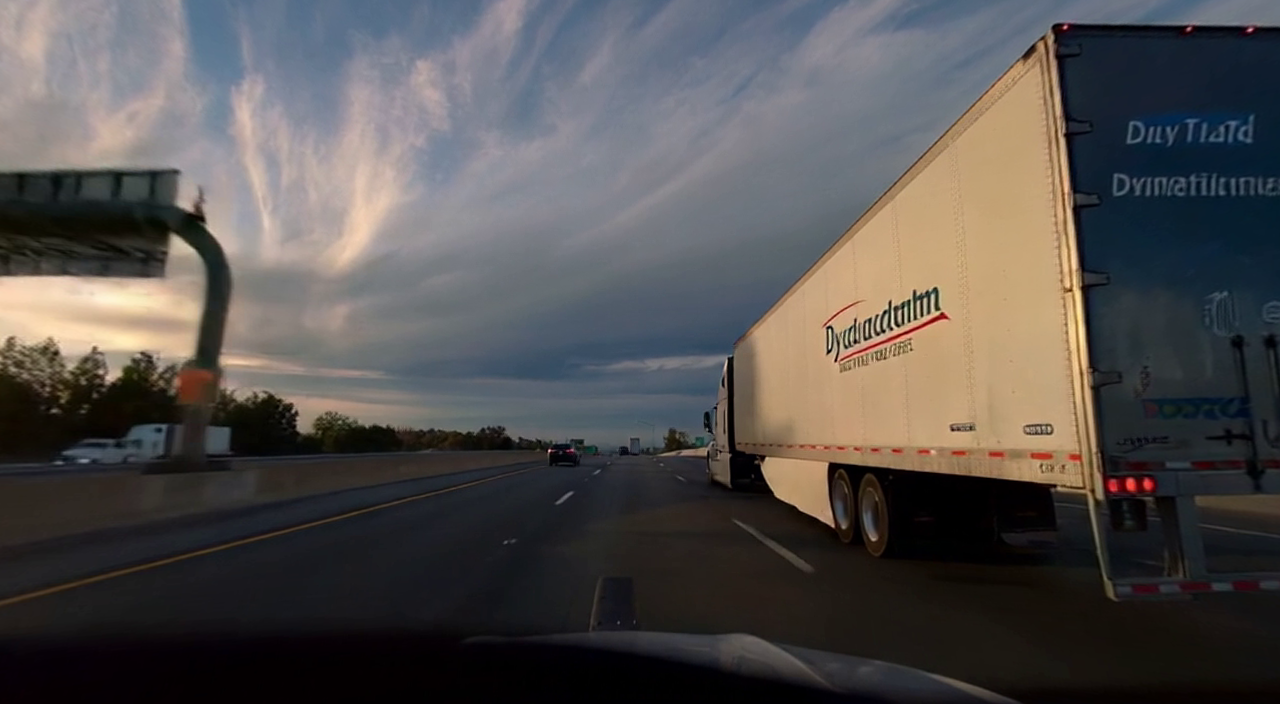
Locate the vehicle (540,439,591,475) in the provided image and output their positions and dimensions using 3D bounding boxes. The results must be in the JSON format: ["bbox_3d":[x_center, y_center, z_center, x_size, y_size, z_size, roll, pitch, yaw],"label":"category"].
[{"bbox_3d":[-3.580,5.104,31.037,2.030,1.657,3.926,0,-8,0],"label":"vehicle"}]

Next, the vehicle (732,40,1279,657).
[{"bbox_3d":[3.962,0.732,10.486,2.962,4.132,12.720,0,-8,0],"label":"vehicle"}]
